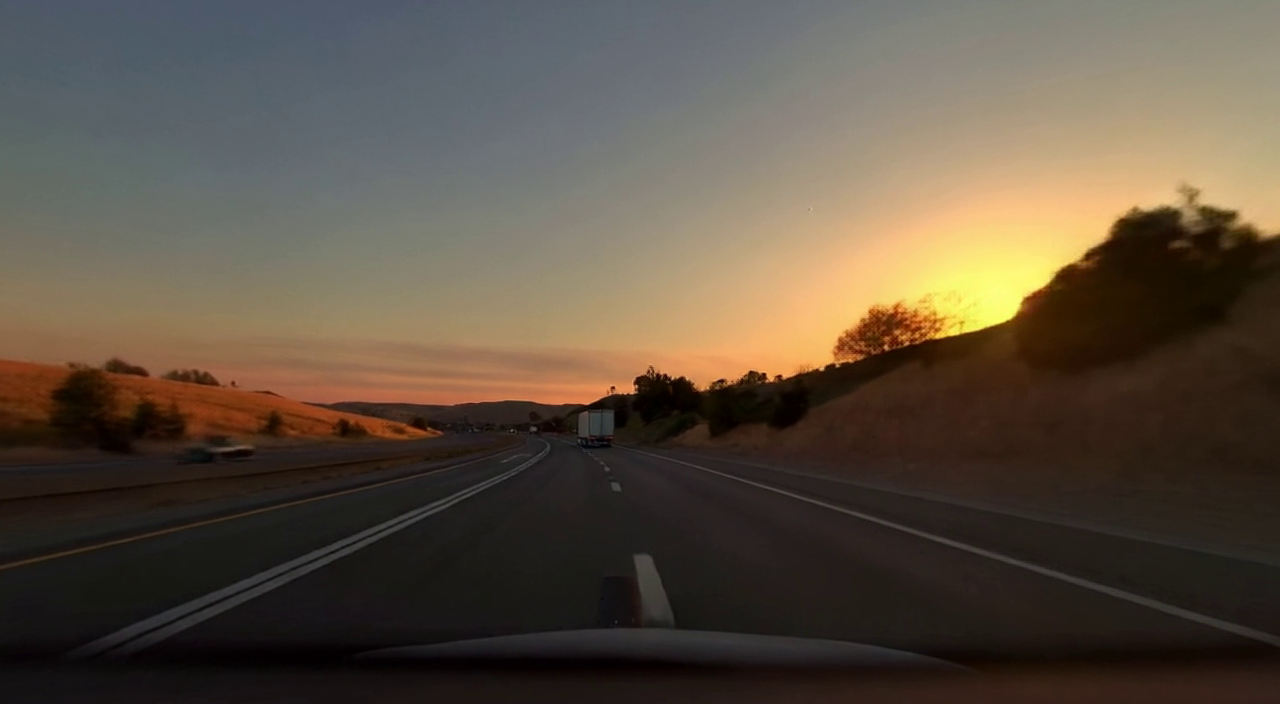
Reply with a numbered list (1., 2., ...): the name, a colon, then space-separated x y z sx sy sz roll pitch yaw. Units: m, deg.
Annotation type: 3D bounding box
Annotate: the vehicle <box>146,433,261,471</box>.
1. vehicle: -18.483 4.241 26.936 2.073 1.459 4.333 0 -8 -5
